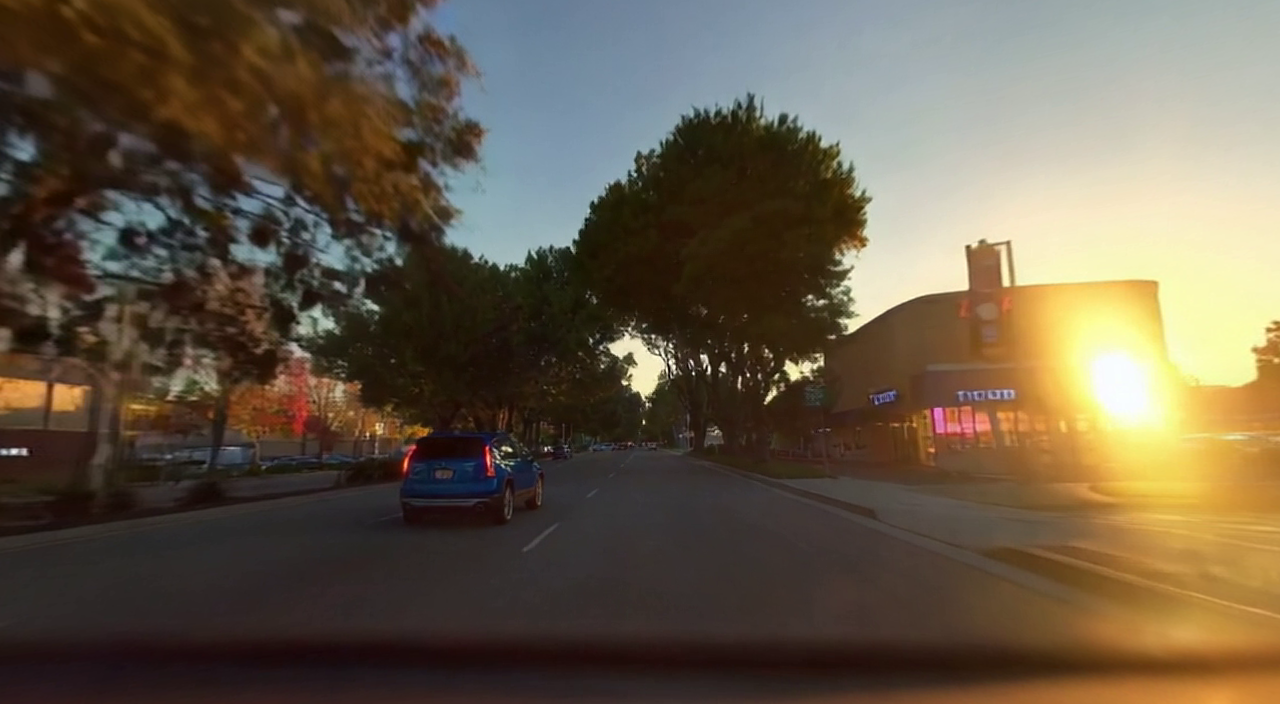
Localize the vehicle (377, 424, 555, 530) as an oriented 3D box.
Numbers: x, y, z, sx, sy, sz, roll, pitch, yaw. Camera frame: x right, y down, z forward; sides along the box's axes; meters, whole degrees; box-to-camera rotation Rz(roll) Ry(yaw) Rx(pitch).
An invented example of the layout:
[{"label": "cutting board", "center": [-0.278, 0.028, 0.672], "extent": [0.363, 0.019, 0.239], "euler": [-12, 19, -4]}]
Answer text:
[{"label": "vehicle", "center": [-3.041, 2.280, 12.101], "extent": [2.127, 1.654, 4.121], "euler": [-1, -8, 2]}]

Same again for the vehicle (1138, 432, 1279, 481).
[{"label": "vehicle", "center": [21.773, 3.911, 23.934], "extent": [1.917, 1.646, 4.676], "euler": [-1, -8, 1]}]
